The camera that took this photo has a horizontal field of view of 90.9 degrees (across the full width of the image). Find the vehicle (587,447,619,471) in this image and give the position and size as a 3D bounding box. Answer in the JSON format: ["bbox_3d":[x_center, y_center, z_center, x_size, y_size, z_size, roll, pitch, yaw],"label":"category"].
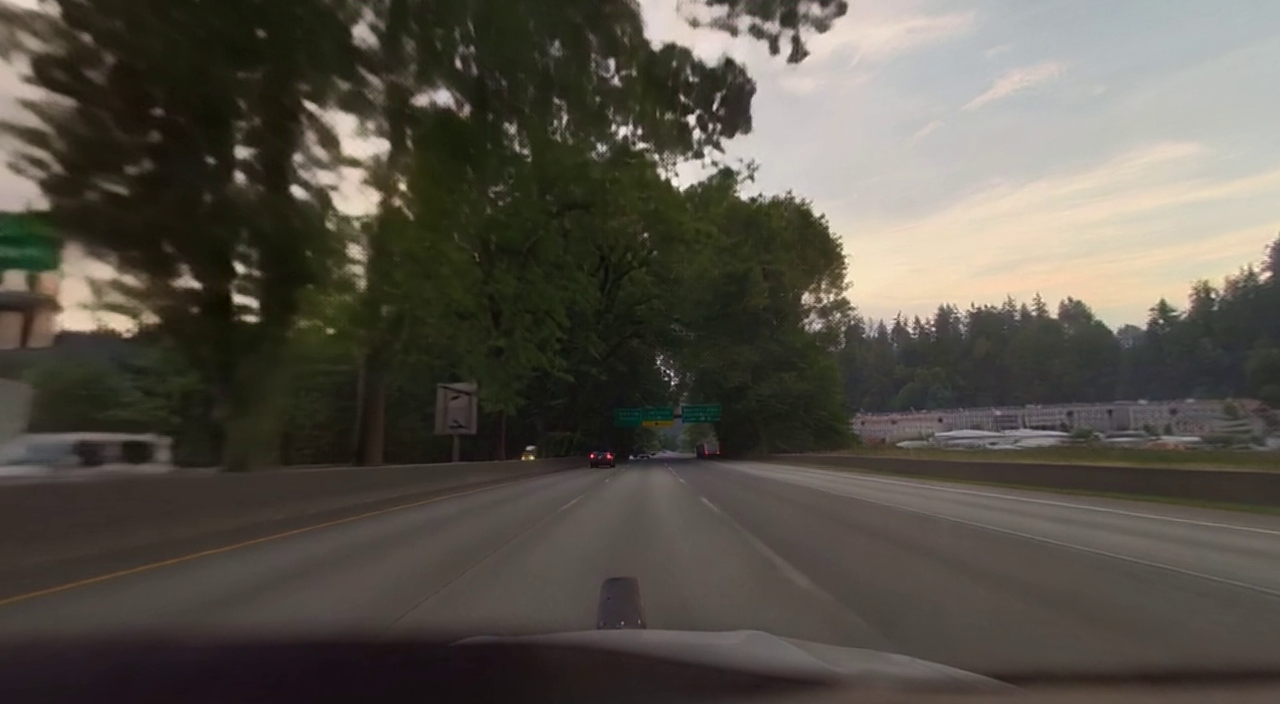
[{"bbox_3d":[-2.734,8.029,47.478,2.086,1.650,4.122,0,-9,1],"label":"vehicle"}]

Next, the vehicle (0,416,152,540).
[{"bbox_3d":[-14.438,2.786,14.190,2.331,2.554,5.554,0,-9,0],"label":"vehicle"}]
